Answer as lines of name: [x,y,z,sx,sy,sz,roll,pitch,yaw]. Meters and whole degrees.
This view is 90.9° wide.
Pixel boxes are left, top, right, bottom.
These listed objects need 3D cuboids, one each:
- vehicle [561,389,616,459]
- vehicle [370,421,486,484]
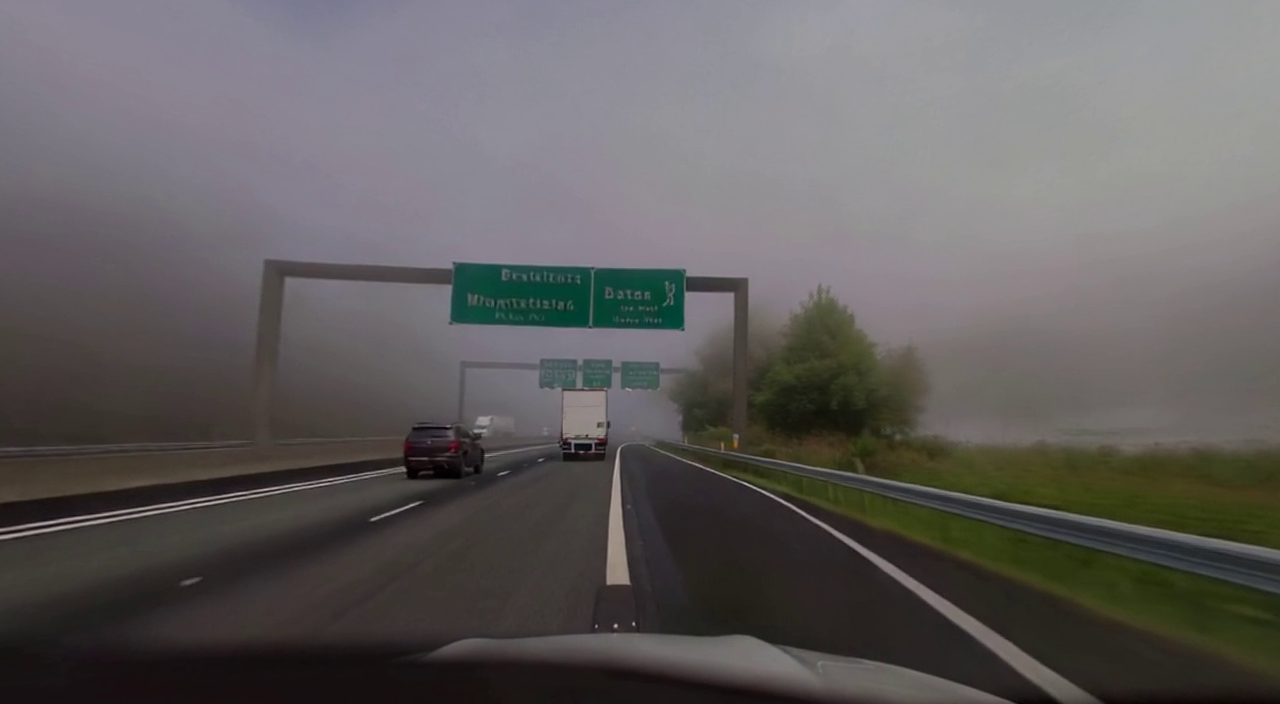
vehicle: [-2.979,4.475,38.572,2.855,3.741,8.587,1,-8,-2]
vehicle: [-6.130,2.958,18.854,2.068,1.647,4.321,0,-8,-2]
